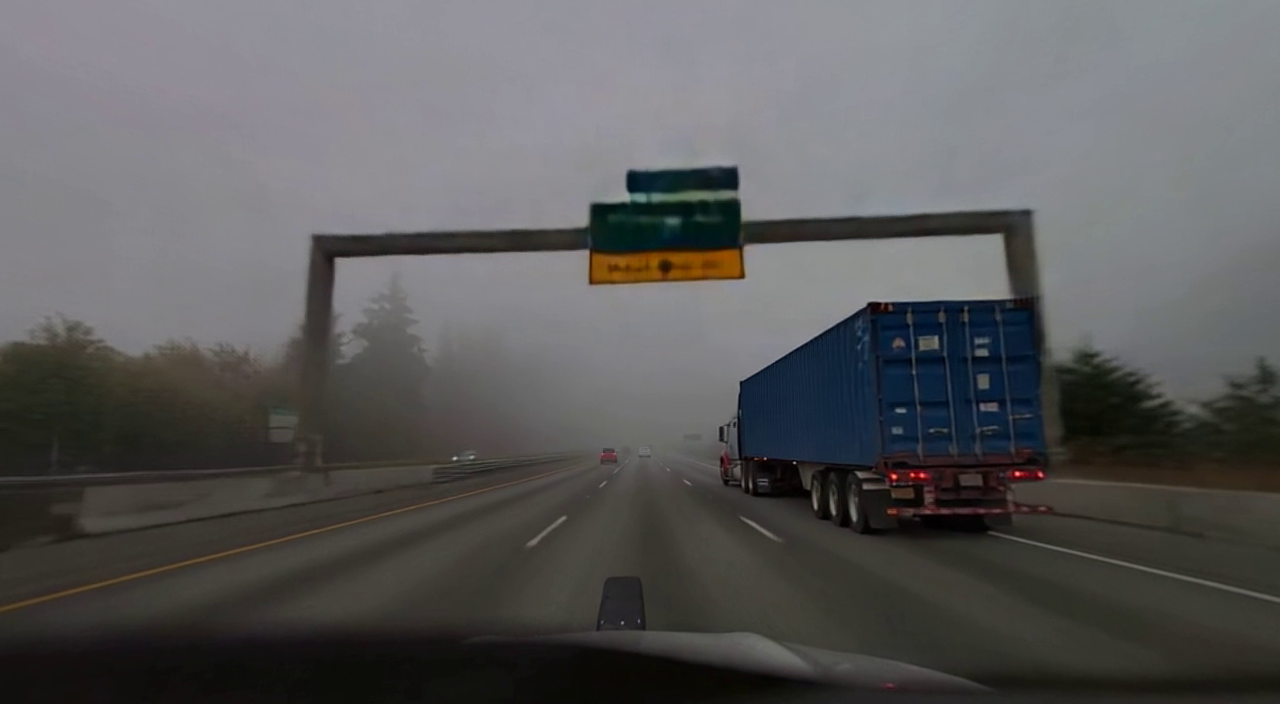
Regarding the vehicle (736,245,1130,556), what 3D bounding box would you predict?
[{"bbox_3d":[4.703,1.553,14.576,2.821,4.046,12.876,0,-9,0],"label":"vehicle"}]
